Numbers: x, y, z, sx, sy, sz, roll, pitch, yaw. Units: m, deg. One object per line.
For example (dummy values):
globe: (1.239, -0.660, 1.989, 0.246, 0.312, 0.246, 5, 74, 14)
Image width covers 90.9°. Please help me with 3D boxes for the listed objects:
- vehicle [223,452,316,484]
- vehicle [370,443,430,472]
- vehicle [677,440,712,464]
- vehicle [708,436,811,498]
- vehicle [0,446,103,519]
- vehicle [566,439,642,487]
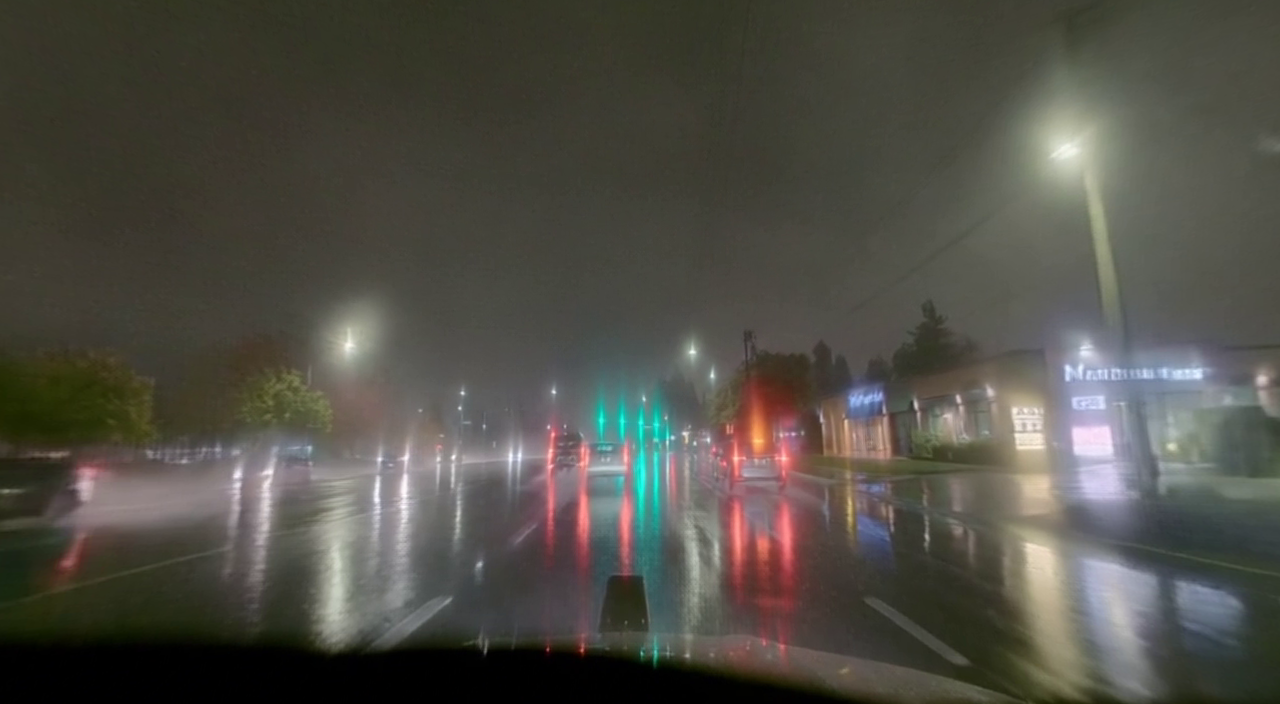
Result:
vehicle: (-19.277, 6.014, 33.094, 1.984, 1.481, 4.752, 0, -8, 1)
vehicle: (-15.289, 6.714, 40.362, 1.957, 1.732, 4.568, -1, -8, 1)
vehicle: (3.589, 6.669, 42.214, 1.913, 1.463, 4.198, 0, -8, -1)
vehicle: (3.138, 3.106, 17.490, 1.948, 1.474, 4.360, 0, -8, -1)
vehicle: (-15.565, 3.083, 15.011, 1.863, 1.658, 4.078, 0, -8, 1)
vehicle: (-1.077, 3.610, 20.840, 1.971, 1.433, 3.923, -1, -8, 4)
